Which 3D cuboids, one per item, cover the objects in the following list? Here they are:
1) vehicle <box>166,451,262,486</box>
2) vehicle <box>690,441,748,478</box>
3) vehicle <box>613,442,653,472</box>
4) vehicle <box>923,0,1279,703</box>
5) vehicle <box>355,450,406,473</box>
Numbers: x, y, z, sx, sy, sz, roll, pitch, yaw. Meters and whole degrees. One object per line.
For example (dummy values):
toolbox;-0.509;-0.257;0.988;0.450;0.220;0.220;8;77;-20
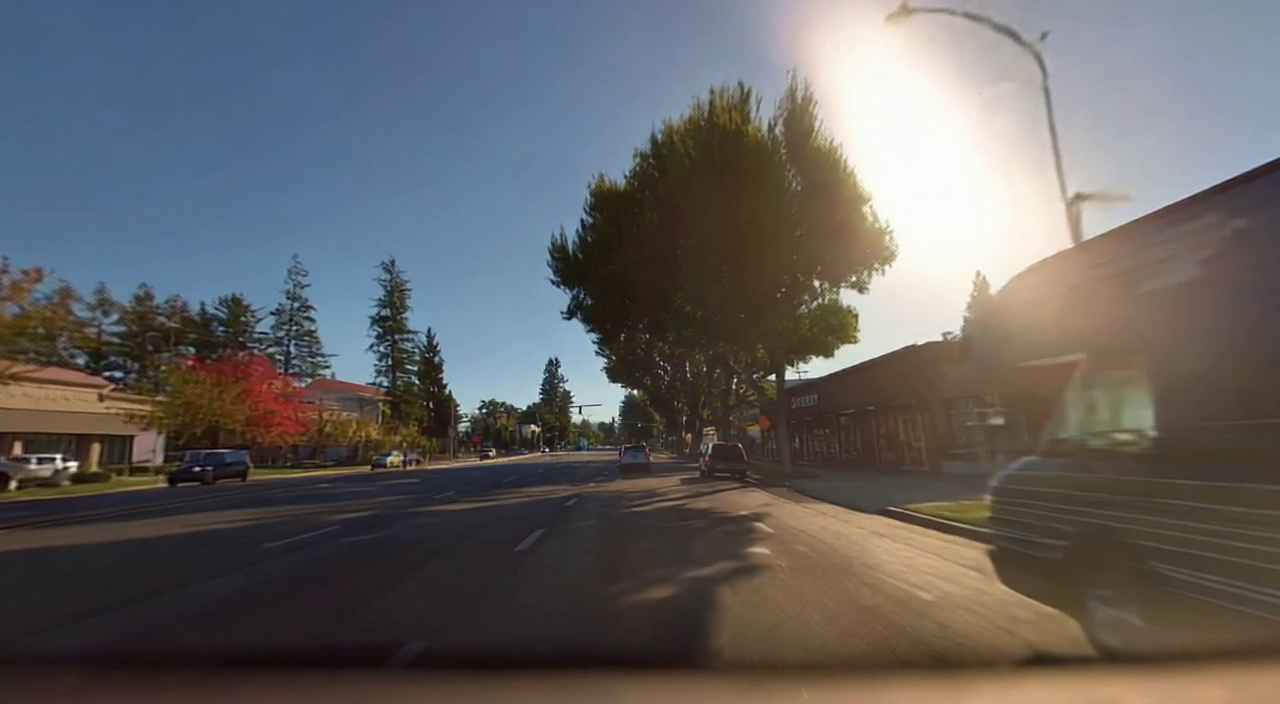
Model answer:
vehicle;-21.980;5.981;32.819;1.959;1.683;4.406;0;-9;-1
vehicle;3.672;5.102;30.251;2.060;1.611;4.675;0;-9;-2
vehicle;-0.419;5.841;35.249;2.103;1.506;4.742;0;-9;-1
vehicle;3.971;-0.102;1.380;2.924;3.250;7.780;-1;-9;-1
vehicle;-18.437;7.778;45.113;1.827;1.471;4.428;0;-9;-1
